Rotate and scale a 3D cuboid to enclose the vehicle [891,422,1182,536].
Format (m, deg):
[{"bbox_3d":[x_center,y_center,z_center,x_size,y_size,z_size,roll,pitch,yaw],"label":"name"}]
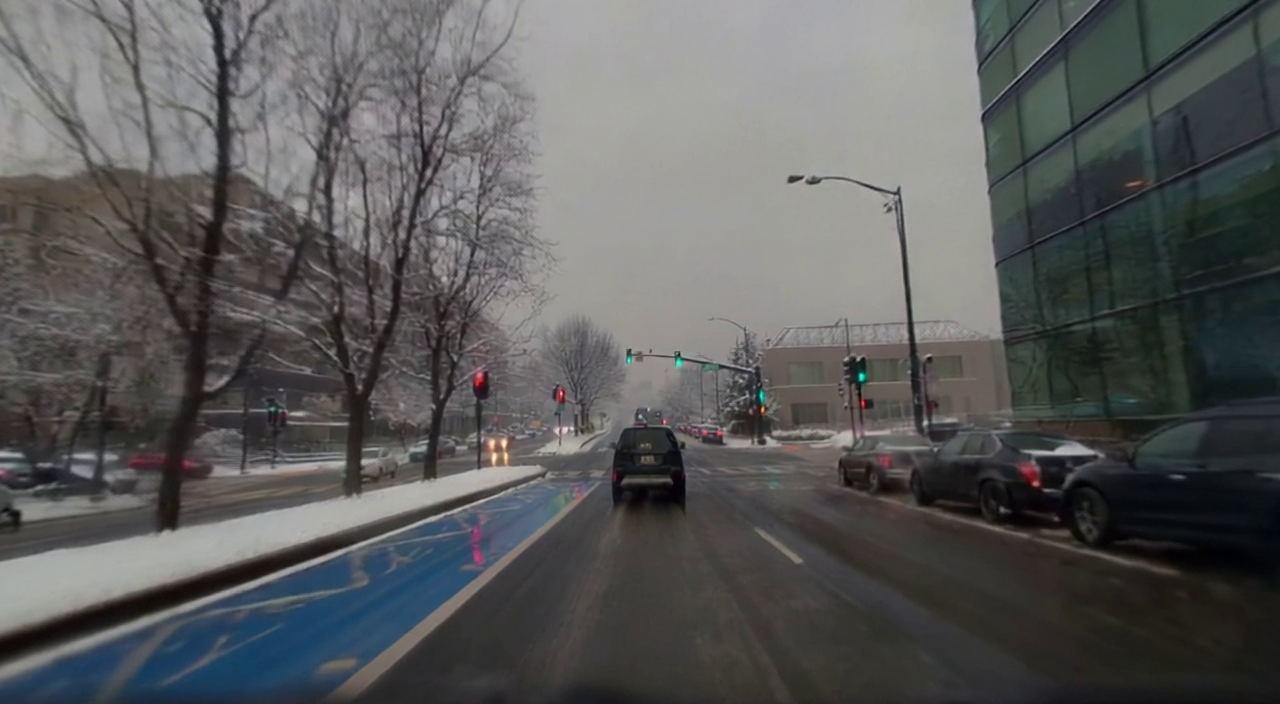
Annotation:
[{"bbox_3d":[6.571,2.151,11.284,2.044,1.593,4.551,0,-9,-3],"label":"vehicle"}]

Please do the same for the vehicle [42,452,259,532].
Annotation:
[{"bbox_3d":[-13.011,3.678,17.315,1.975,1.820,4.838,0,-9,1],"label":"vehicle"}]

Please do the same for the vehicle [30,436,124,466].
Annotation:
[{"bbox_3d":[-36.365,6.440,40.917,1.966,1.807,4.441,0,-9,-1],"label":"vehicle"}]

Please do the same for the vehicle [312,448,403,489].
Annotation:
[{"bbox_3d":[-13.255,5.461,29.978,2.025,1.785,4.845,0,-9,0],"label":"vehicle"}]

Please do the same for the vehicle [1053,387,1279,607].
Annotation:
[{"bbox_3d":[6.461,1.248,5.503,2.205,1.823,5.078,0,-9,0],"label":"vehicle"}]

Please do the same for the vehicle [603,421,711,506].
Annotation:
[{"bbox_3d":[0.372,2.672,15.476,2.283,1.773,4.255,0,-9,0],"label":"vehicle"}]
